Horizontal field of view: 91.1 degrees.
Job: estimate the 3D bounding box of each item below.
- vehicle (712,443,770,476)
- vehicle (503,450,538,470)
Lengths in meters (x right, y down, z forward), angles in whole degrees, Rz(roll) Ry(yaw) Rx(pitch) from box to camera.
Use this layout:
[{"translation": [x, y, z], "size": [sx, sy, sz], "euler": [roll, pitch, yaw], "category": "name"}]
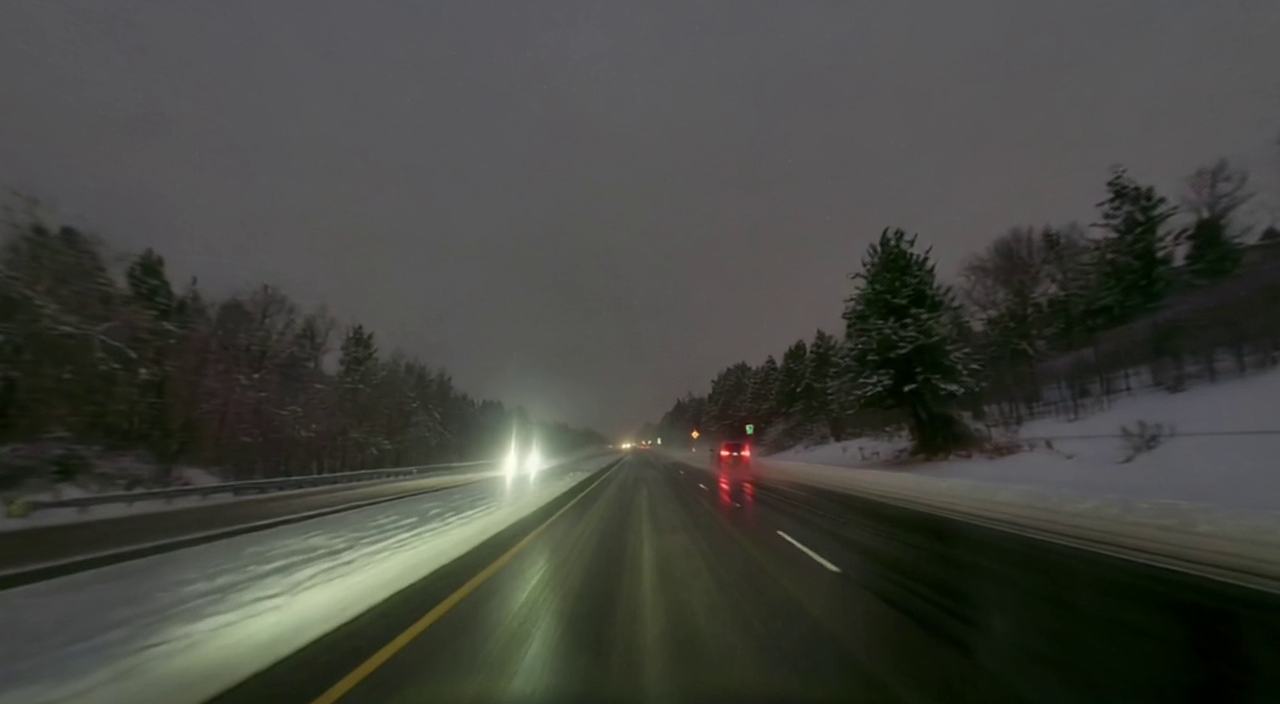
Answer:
[{"translation": [4.576, 4.941, 28.994], "size": [1.923, 1.408, 3.835], "euler": [0, -9, -1], "category": "vehicle"}, {"translation": [-9.373, 8.476, 49.514], "size": [1.916, 1.467, 4.458], "euler": [0, -9, 0], "category": "vehicle"}]
